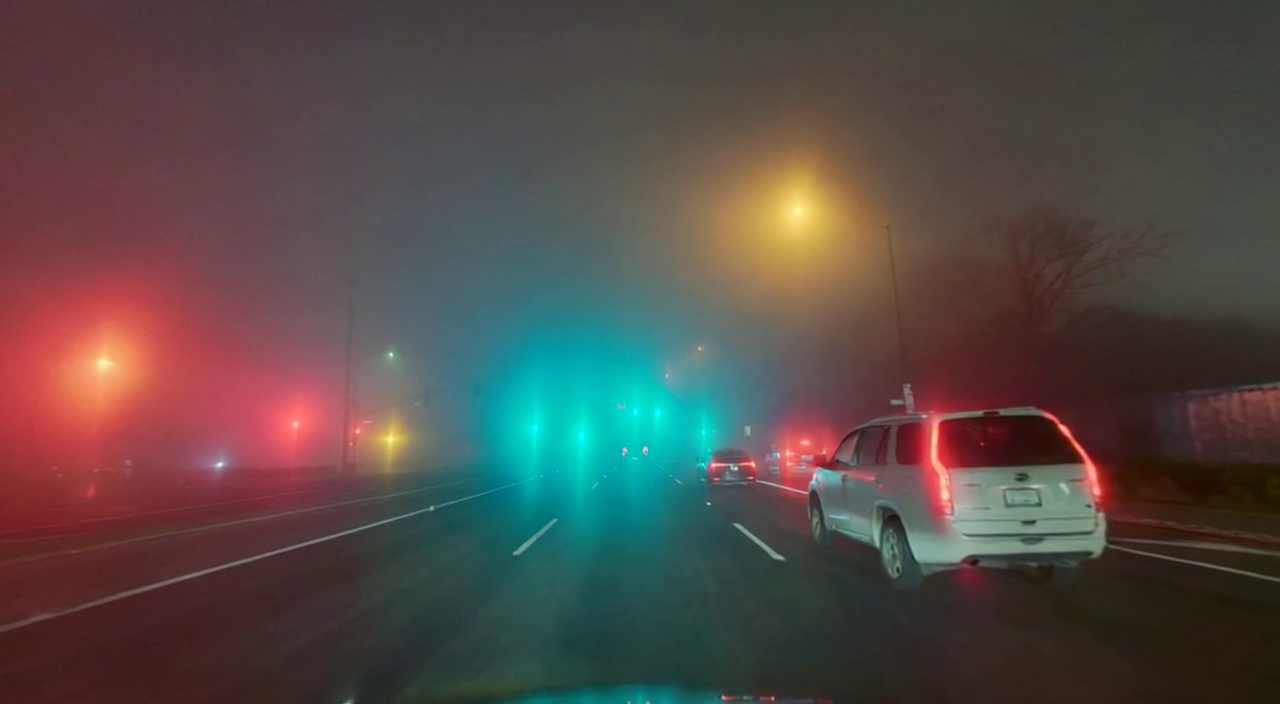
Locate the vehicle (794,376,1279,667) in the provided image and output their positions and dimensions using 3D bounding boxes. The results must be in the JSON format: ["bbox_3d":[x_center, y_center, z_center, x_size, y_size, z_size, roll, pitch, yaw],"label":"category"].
[{"bbox_3d":[3.197,1.374,6.212,2.129,1.761,4.610,0,-9,0],"label":"vehicle"}]

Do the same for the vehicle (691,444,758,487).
[{"bbox_3d":[3.024,4.154,23.400,1.889,1.451,4.180,0,-9,-1],"label":"vehicle"}]

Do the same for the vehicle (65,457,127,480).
[{"bbox_3d":[-38.378,8.169,44.351,4.260,1.501,1.892,-5,-10,30],"label":"vehicle"}]

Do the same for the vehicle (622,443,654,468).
[{"bbox_3d":[-0.152,7.287,44.367,2.146,1.685,4.003,0,-9,0],"label":"vehicle"}]
